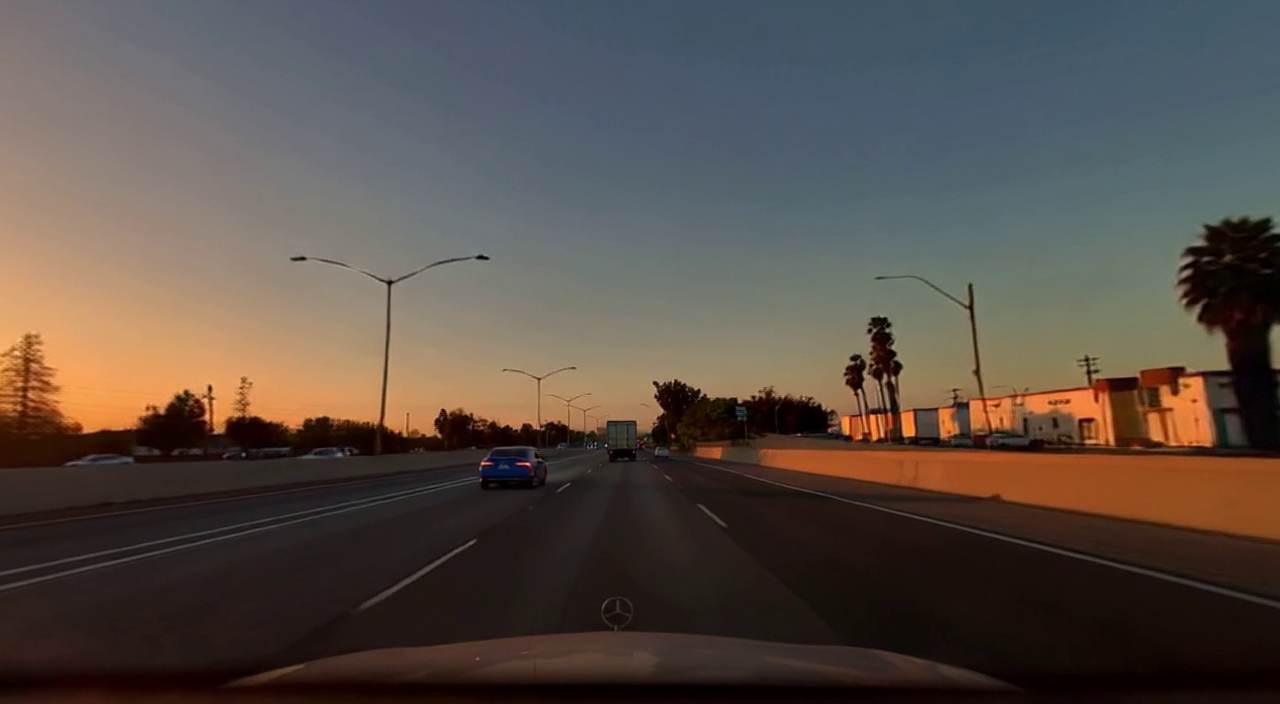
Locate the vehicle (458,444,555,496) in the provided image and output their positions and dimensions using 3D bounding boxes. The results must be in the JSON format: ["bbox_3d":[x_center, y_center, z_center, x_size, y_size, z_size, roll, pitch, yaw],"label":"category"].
[{"bbox_3d":[-4.000,3.599,19.740,2.097,1.447,4.291,0,-8,0],"label":"vehicle"}]

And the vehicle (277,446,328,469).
[{"bbox_3d":[-24.690,7.688,46.405,1.730,1.556,3.993,0,-8,-4],"label":"vehicle"}]

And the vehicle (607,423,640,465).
[{"bbox_3d":[-1.248,6.989,47.848,2.364,2.953,6.495,0,-8,-1],"label":"vehicle"}]
